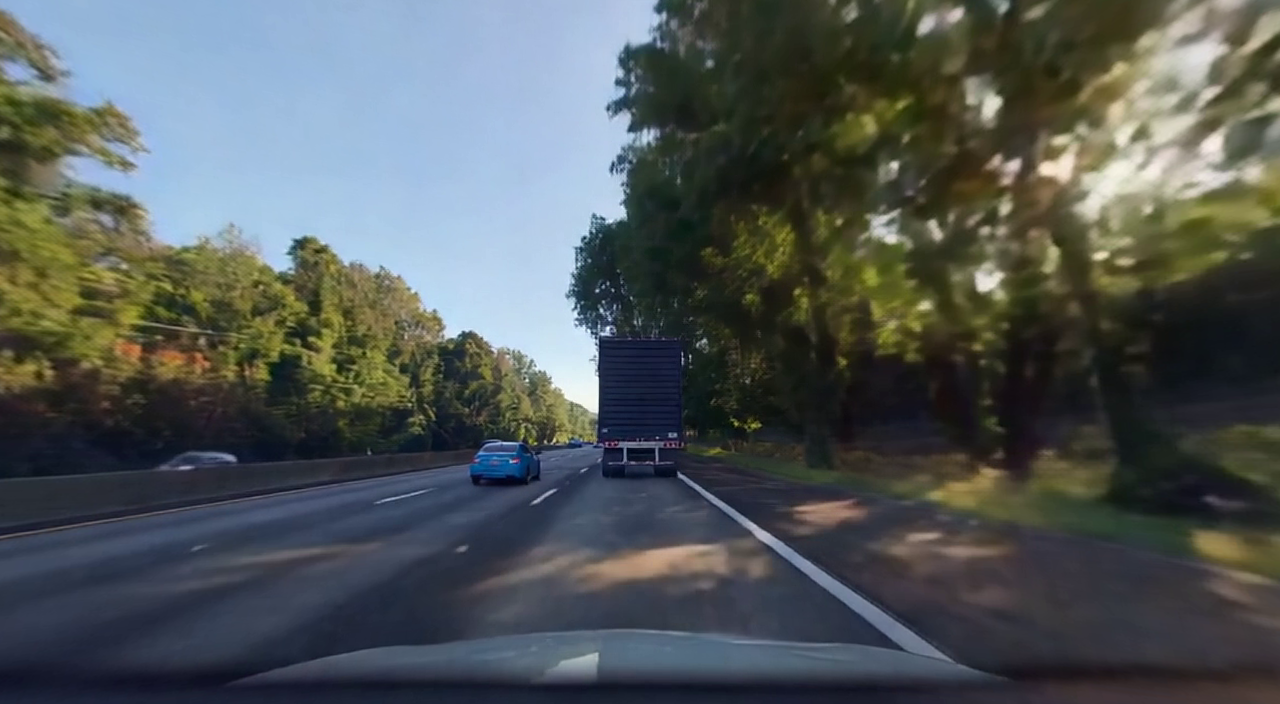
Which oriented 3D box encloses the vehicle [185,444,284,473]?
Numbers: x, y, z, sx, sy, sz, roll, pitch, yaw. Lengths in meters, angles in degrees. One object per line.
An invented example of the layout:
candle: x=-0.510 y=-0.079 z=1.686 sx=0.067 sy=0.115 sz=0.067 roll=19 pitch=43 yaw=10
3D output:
vehicle: x=-24.635 y=6.477 z=38.550 sx=2.211 sy=1.597 sz=5.503 roll=-1 pitch=-8 yaw=2

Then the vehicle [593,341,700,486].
vehicle: x=0.072 y=2.521 z=23.564 sx=3.073 sy=4.196 sz=10.546 roll=0 pitch=-8 yaw=-1

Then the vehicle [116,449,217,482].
vehicle: x=-24.504 y=5.858 z=32.781 sx=1.821 sy=1.506 sz=4.424 roll=0 pitch=-8 yaw=0

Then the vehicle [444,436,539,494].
vehicle: x=-4.331 y=3.344 z=19.024 sx=1.854 sy=1.530 sz=4.268 roll=0 pitch=-8 yaw=0
